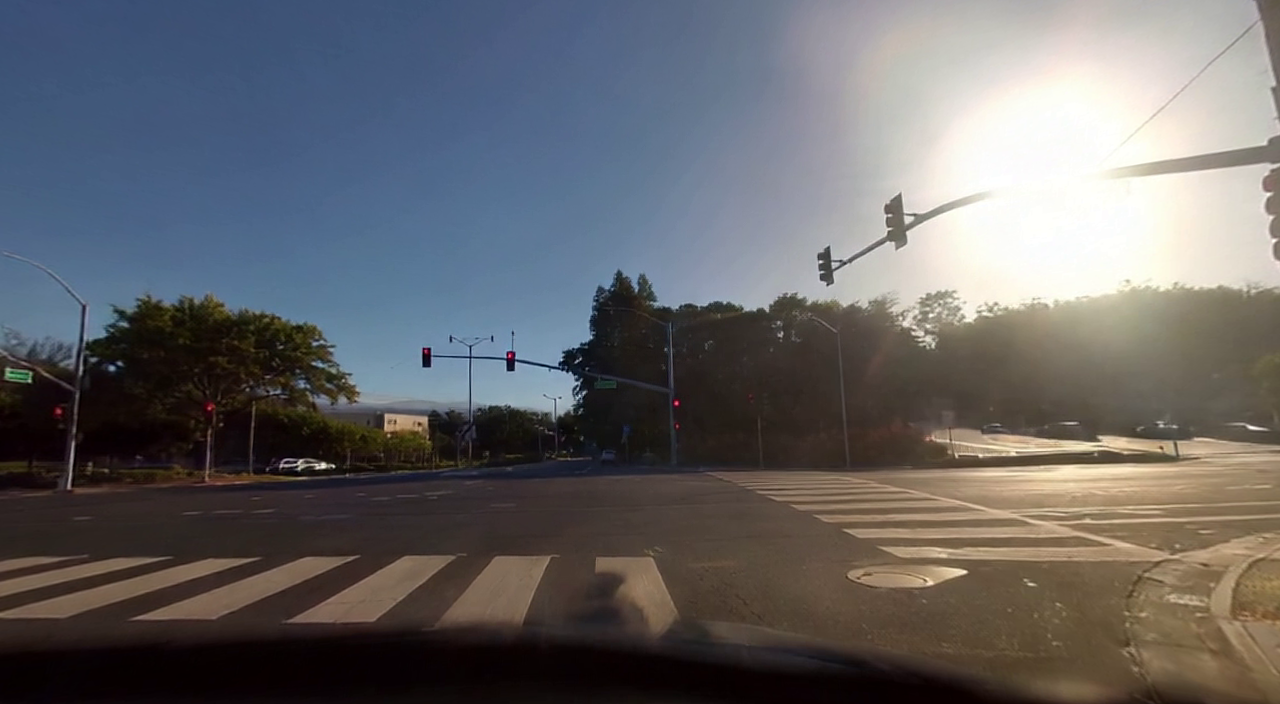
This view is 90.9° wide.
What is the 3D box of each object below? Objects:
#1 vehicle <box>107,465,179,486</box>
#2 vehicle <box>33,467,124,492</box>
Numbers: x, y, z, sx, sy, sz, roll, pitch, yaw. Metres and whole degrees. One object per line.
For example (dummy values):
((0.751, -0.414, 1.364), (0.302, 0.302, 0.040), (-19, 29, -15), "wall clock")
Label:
((-35.908, 8.926, 45.584), (3.681, 1.423, 1.680), (0, -8, 0), "vehicle")
((-36.141, 8.212, 40.605), (4.241, 1.413, 1.673), (-1, -8, -1), "vehicle")
